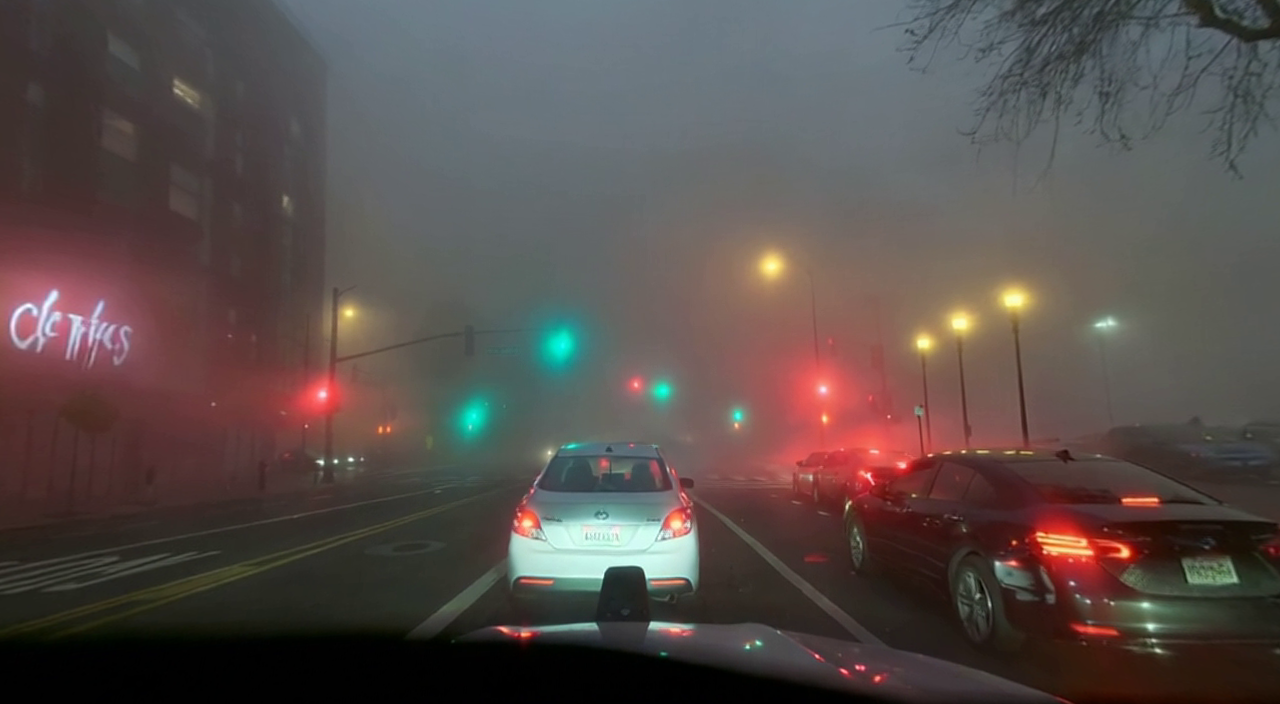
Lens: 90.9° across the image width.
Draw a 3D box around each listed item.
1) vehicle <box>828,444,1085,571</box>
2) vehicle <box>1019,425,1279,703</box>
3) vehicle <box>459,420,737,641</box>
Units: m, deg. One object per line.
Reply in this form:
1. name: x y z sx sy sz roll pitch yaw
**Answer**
1. vehicle: 4.540 2.234 10.024 1.912 1.505 4.618 -1 -8 3
2. vehicle: 3.180 0.837 1.106 2.006 1.496 4.767 0 -9 -1
3. vehicle: -0.277 1.498 6.214 1.888 1.489 3.703 0 -8 0
